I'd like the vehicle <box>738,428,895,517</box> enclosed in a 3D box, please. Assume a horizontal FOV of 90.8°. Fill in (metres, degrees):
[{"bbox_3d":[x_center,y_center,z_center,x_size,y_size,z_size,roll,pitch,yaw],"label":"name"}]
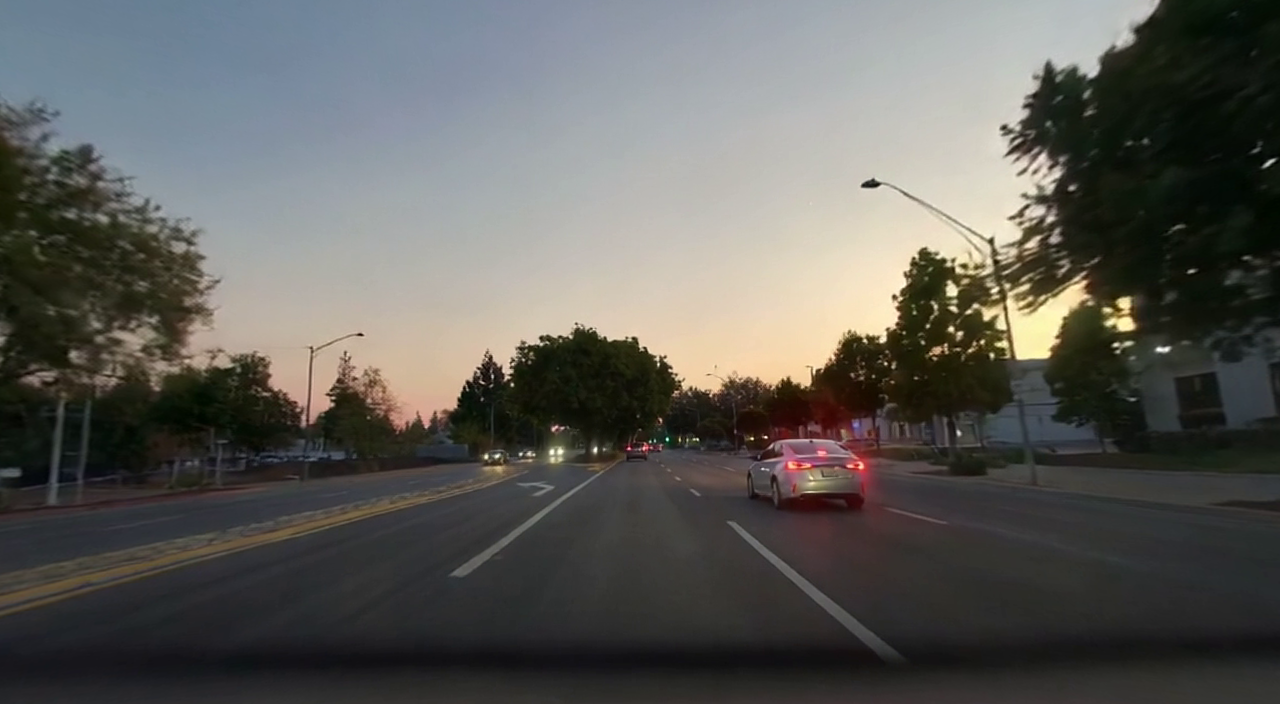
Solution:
[{"bbox_3d":[3.607,2.562,14.002,1.995,1.616,4.729,0,-8,-2],"label":"vehicle"}]
